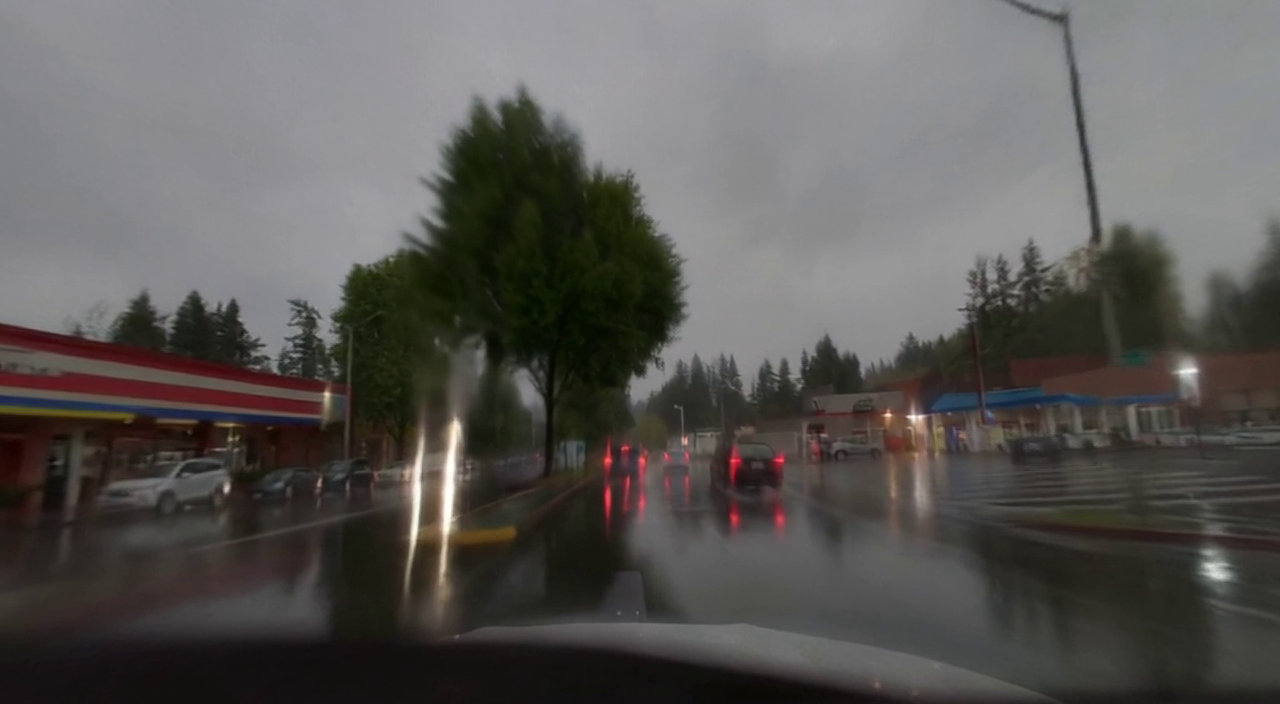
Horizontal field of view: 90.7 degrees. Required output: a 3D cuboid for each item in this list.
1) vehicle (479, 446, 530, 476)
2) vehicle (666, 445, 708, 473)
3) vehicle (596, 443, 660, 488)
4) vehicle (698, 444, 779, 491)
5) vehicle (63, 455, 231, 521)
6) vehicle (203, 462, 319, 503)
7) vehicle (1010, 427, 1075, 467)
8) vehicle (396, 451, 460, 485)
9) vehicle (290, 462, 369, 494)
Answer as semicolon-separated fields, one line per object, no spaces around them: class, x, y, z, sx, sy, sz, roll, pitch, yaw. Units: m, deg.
vehicle;-8.544;6.899;40.206;2.273;1.748;4.379;-1;-9;0
vehicle;2.744;6.397;37.971;2.098;1.527;3.966;0;-9;-2
vehicle;-0.460;4.317;24.390;2.232;1.508;4.319;0;-9;-1
vehicle;3.337;3.999;22.233;2.060;1.471;4.168;0;-9;-2
vehicle;-15.603;4.276;20.410;1.979;1.819;4.308;0;-9;-2
vehicle;-15.600;5.361;26.379;1.871;1.452;4.579;-1;-9;2
vehicle;18.560;4.422;29.357;1.937;1.691;4.746;-5;-10;26
vehicle;-11.260;6.163;33.961;1.997;1.677;4.327;-1;-9;-1
vehicle;-15.497;6.288;31.875;1.711;1.351;4.565;-1;-9;-1
